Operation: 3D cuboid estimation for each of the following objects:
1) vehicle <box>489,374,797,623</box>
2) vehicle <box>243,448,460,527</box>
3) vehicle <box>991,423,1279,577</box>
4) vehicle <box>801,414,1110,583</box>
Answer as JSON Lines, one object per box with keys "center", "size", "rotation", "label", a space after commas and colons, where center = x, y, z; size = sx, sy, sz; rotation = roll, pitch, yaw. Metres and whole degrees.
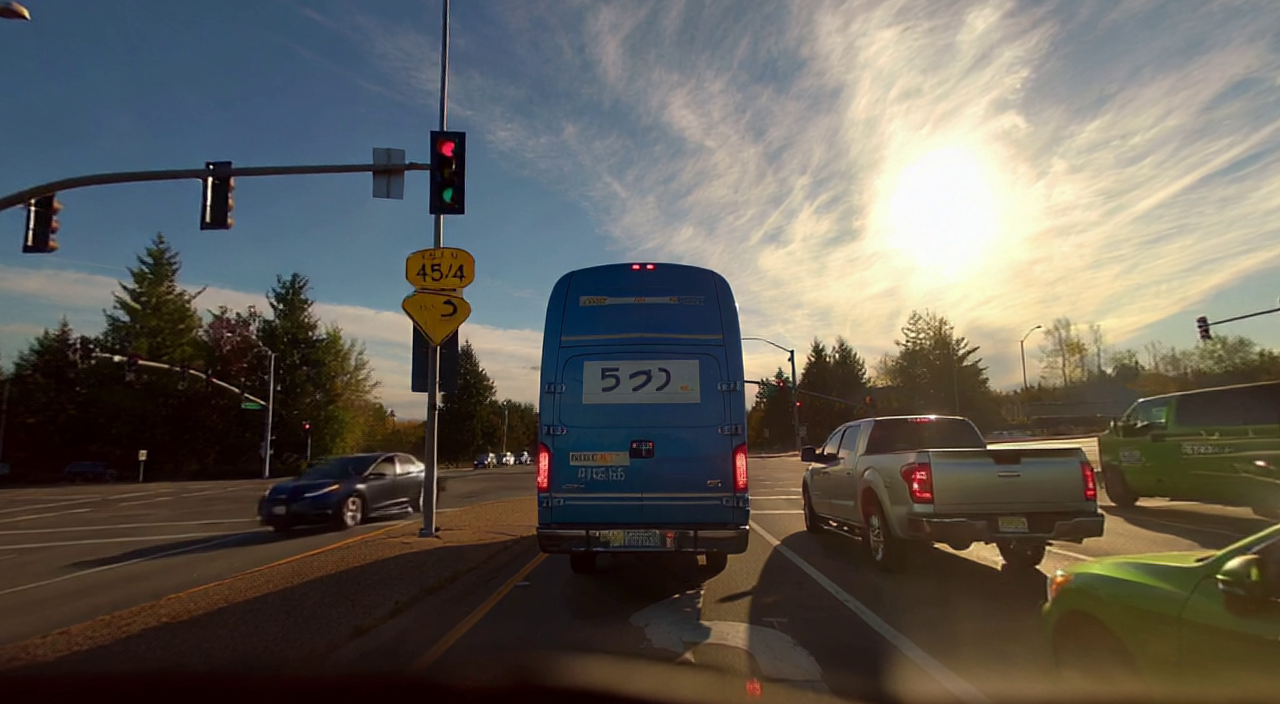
{"center": [0.053, 1.474, 7.346], "size": [2.326, 1.880, 4.964], "rotation": [0, -8, 1], "label": "vehicle"}
{"center": [-6.805, 3.208, 15.724], "size": [2.410, 1.596, 4.931], "rotation": [-2, -9, 11], "label": "vehicle"}
{"center": [6.834, 1.740, 8.271], "size": [1.973, 1.470, 4.228], "rotation": [0, -8, 0], "label": "vehicle"}
{"center": [3.580, 1.717, 8.186], "size": [1.981, 1.616, 4.006], "rotation": [0, -8, 1], "label": "vehicle"}
